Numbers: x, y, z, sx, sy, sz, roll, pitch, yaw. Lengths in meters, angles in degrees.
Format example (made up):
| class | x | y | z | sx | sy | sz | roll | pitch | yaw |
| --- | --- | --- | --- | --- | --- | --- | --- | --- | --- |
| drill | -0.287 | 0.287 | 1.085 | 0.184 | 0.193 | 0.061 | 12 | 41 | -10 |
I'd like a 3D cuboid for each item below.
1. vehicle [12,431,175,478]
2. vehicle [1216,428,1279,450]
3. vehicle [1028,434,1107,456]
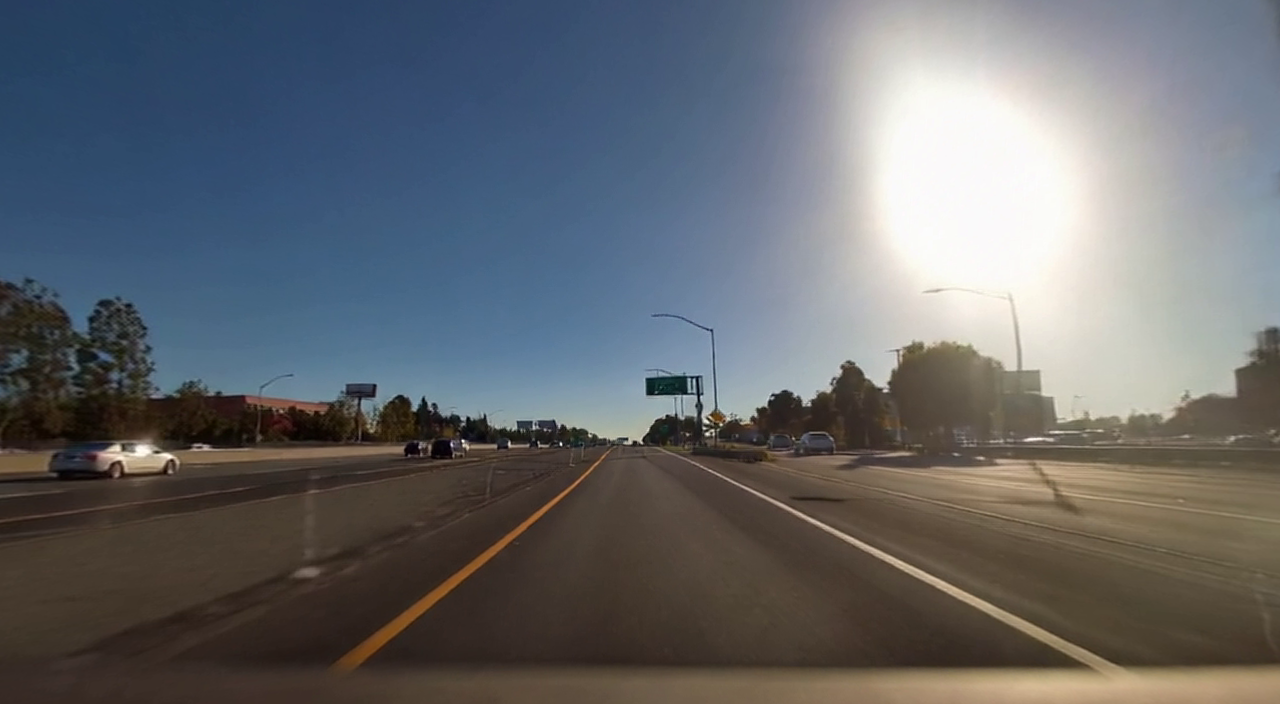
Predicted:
| class | x | y | z | sx | sy | sz | roll | pitch | yaw |
| --- | --- | --- | --- | --- | --- | --- | --- | --- | --- |
| vehicle | -19.677 | 3.710 | 23.094 | 2.068 | 1.518 | 4.438 | 0 | -8 | -2 |
| vehicle | 46.534 | 6.552 | 47.591 | 1.785 | 1.507 | 4.321 | -1 | -7 | -9 |
| vehicle | 30.213 | 6.568 | 44.746 | 4.141 | 1.505 | 1.972 | 0 | -8 | 3 |
